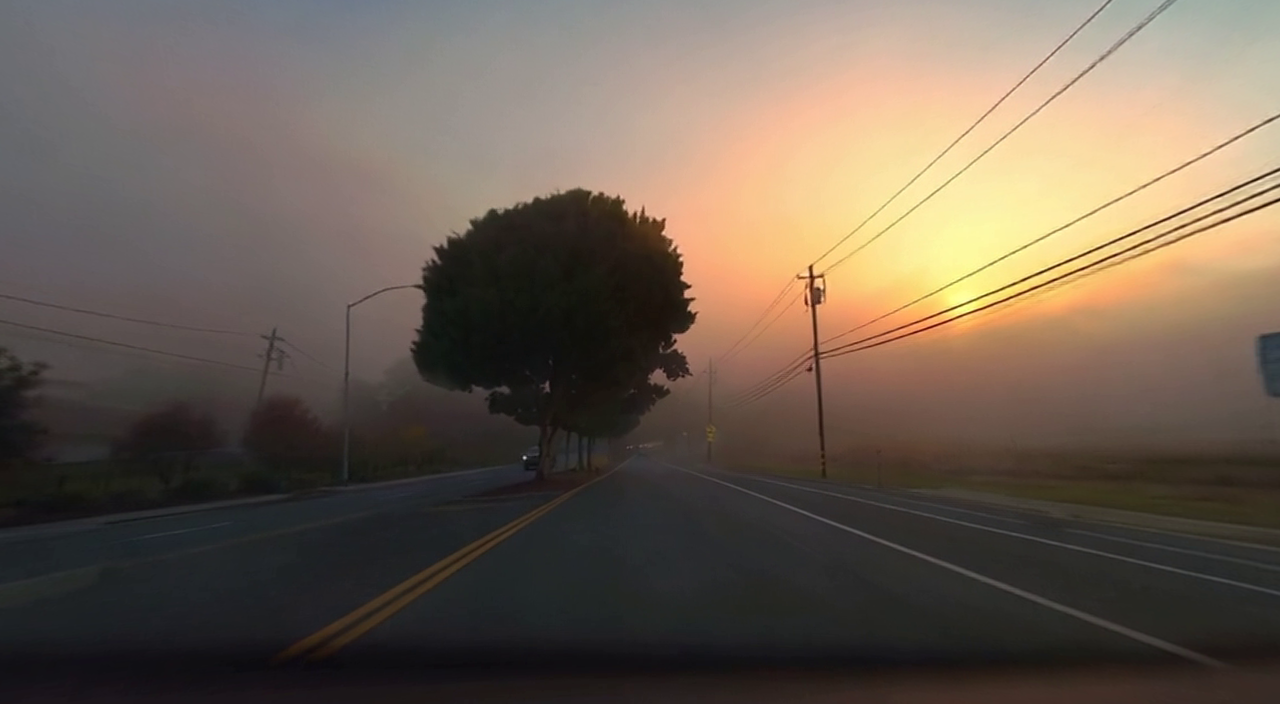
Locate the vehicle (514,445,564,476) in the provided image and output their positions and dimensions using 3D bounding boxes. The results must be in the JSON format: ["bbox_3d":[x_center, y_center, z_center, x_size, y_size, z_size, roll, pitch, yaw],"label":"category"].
[{"bbox_3d":[-7.642,8.237,48.042,2.766,2.122,5.753,-1,-9,1],"label":"vehicle"}]
